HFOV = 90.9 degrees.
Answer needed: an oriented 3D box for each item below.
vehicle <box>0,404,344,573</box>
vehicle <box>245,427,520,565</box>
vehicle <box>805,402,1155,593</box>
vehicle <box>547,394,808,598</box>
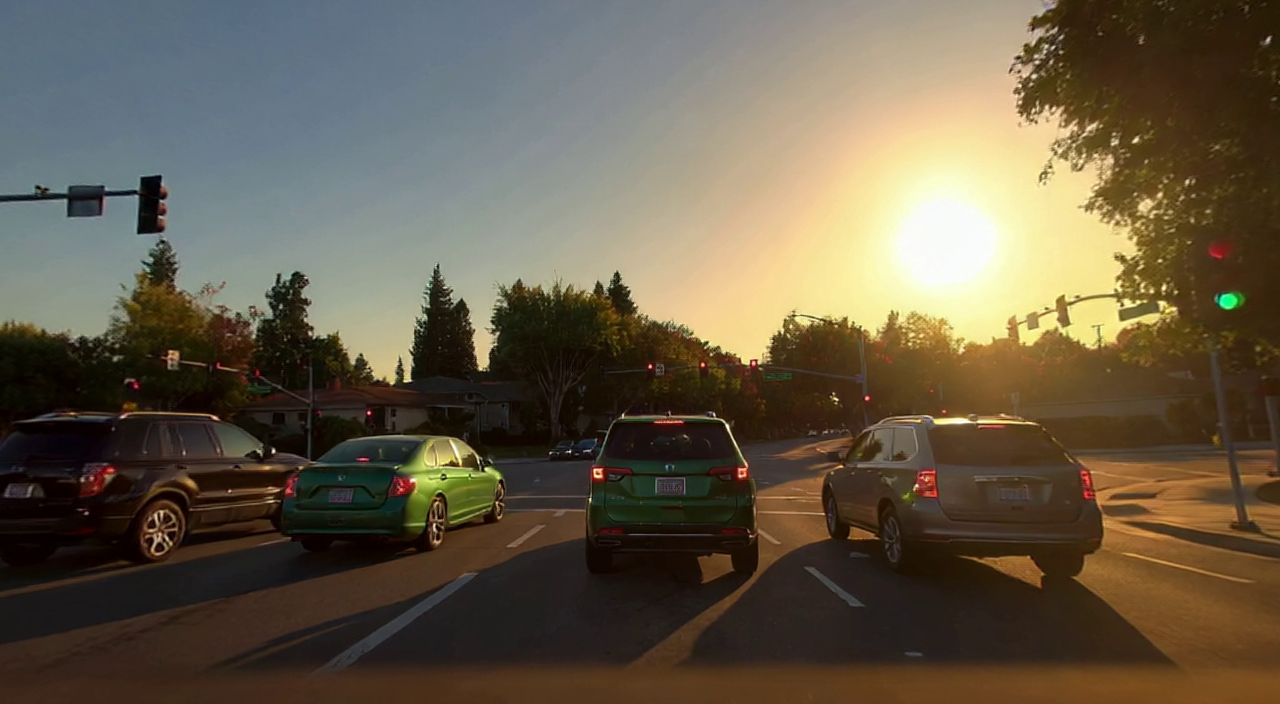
[{"bbox_3d":[-6.624,1.825,9.243,2.075,1.796,4.785,0,-8,2],"label":"vehicle"},{"bbox_3d":[-3.239,1.886,9.106,1.885,1.475,4.359,-1,-8,4],"label":"vehicle"},{"bbox_3d":[3.525,1.586,7.741,2.047,1.638,4.395,-1,-8,4],"label":"vehicle"},{"bbox_3d":[0.390,1.523,7.497,2.198,1.708,4.170,0,-8,2],"label":"vehicle"}]
